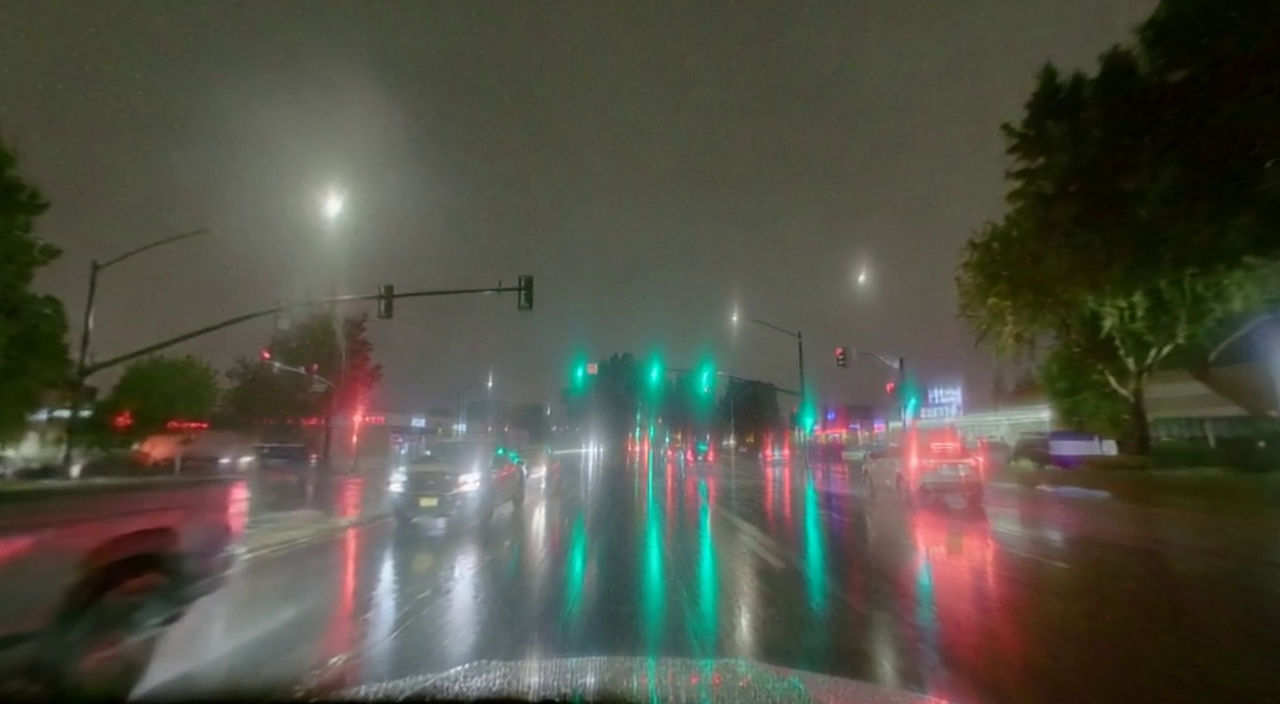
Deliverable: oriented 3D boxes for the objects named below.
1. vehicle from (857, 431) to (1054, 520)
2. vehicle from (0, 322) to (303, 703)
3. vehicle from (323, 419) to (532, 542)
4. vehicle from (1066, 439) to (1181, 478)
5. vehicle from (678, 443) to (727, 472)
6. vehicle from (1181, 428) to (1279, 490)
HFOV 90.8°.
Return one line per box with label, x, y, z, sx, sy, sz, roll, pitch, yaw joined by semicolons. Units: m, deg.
vehicle;6.744;2.667;14.252;2.002;1.651;4.647;0;-8;-1
vehicle;-3.579;0.777;2.298;2.189;1.808;4.563;0;-8;0
vehicle;-3.380;2.137;11.171;2.118;1.721;4.464;0;-8;0
vehicle;19.937;4.348;26.022;4.361;1.469;2.113;5;-10;-29
vehicle;3.319;5.705;34.466;2.099;1.463;4.365;0;-8;-1
vehicle;19.372;3.263;19.618;4.688;1.713;2.308;5;-10;-30
